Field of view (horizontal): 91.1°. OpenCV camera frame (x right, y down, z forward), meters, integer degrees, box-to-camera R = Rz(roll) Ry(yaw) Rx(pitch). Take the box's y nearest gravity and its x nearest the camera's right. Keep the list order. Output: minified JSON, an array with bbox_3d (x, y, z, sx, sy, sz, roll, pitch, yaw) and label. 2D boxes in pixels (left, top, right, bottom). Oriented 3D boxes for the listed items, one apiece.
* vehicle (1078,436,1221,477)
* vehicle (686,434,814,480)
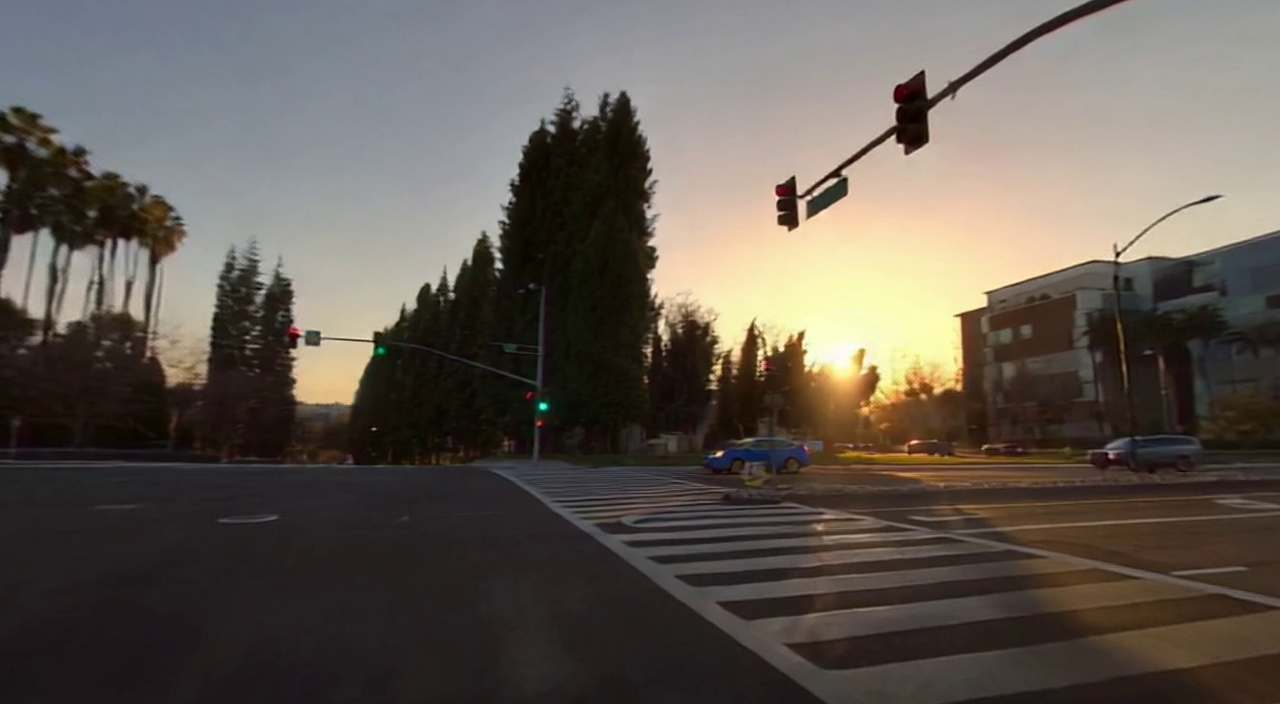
[{"bbox_3d":[25.390,5.186,31.358,5.841,1.890,2.273,2,-9,-13],"label":"vehicle"},{"bbox_3d":[4.523,4.344,26.125,4.820,1.751,2.050,2,-9,-15],"label":"vehicle"}]
